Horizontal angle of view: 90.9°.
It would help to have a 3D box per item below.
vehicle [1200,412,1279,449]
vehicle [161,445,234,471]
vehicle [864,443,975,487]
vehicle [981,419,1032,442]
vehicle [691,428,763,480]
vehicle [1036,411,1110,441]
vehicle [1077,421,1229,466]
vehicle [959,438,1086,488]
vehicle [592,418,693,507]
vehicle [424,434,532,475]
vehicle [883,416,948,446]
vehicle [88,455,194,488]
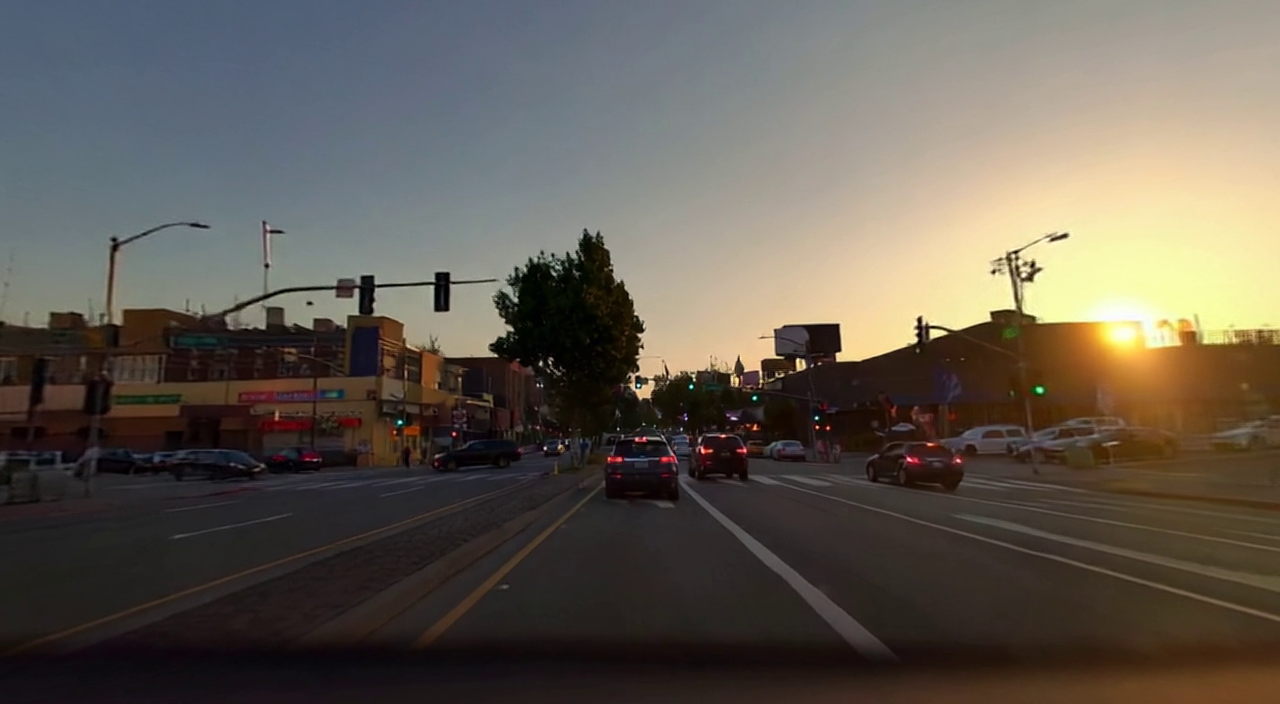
[{"bbox_3d":[25.786,3.150,25.552,1.812,1.419,4.725,-4,-9,0],"label":"vehicle"},{"bbox_3d":[-31.631,7.615,45.308,2.060,1.732,5.462,1,-10,-9],"label":"vehicle"},{"bbox_3d":[9.926,4.011,22.844,1.863,1.426,4.494,0,-8,-1],"label":"vehicle"},{"bbox_3d":[24.573,5.242,42.367,1.422,1.496,3.318,1,-6,1],"label":"vehicle"},{"bbox_3d":[3.449,4.171,26.044,2.115,1.932,5.189,0,-8,-1],"label":"vehicle"},{"bbox_3d":[29.453,4.985,43.075,1.913,1.651,4.727,3,-3,1],"label":"vehicle"},{"bbox_3d":[18.959,3.438,23.633,1.735,1.417,4.476,-3,-9,-2],"label":"vehicle"},{"bbox_3d":[13.834,4.035,23.185,1.734,1.527,4.531,-3,-9,-1],"label":"vehicle"},{"bbox_3d":[0.025,2.707,15.873,2.157,1.863,4.665,0,-8,-1],"label":"vehicle"},{"bbox_3d":[-7.872,5.031,31.127,4.827,1.856,2.291,1,-8,-6],"label":"vehicle"},{"bbox_3d":[18.689,5.447,43.097,2.123,1.884,5.170,0,-8,0],"label":"vehicle"},{"bbox_3d":[-27.211,6.529,34.526,3.892,1.541,2.031,4,-9,-13],"label":"vehicle"}]
